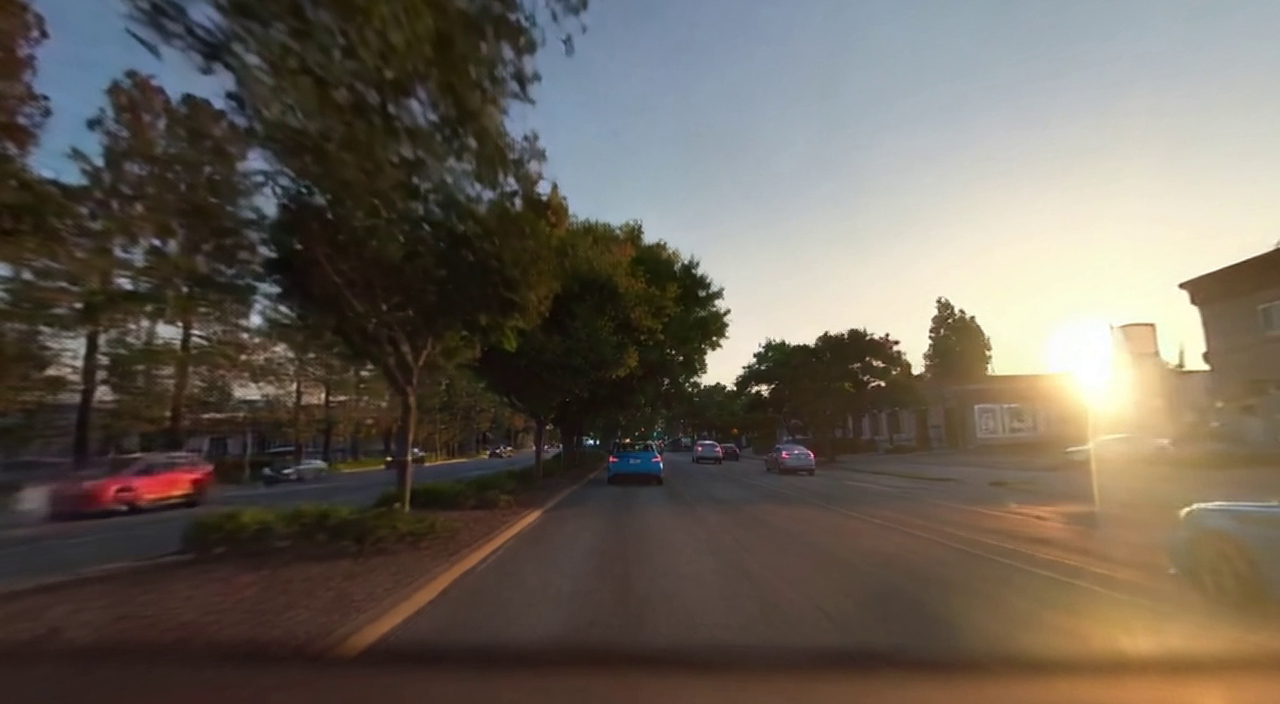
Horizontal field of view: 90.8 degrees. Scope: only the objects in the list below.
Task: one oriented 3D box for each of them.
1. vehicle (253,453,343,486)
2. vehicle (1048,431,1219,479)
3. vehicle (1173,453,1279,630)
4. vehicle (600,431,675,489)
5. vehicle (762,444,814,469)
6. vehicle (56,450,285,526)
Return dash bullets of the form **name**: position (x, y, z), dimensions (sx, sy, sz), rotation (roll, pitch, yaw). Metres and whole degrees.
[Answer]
- **vehicle**: position (-17.077, 5.859, 31.869), dimensions (1.929, 1.460, 4.668), rotation (0, -9, 0)
- **vehicle**: position (19.502, 4.043, 25.120), dimensions (4.932, 1.514, 2.327), rotation (-3, -8, -5)
- **vehicle**: position (5.909, 1.221, 3.426), dimensions (2.258, 1.294, 4.312), rotation (0, -9, 0)
- **vehicle**: position (-0.118, 3.595, 21.313), dimensions (2.266, 1.762, 4.131), rotation (0, -9, -1)
- **vehicle**: position (9.078, 6.440, 39.074), dimensions (2.045, 1.484, 4.342), rotation (0, -9, -2)
- **vehicle**: position (-10.849, 3.125, 15.179), dimensions (1.900, 1.497, 4.626), rotation (0, -9, 0)
